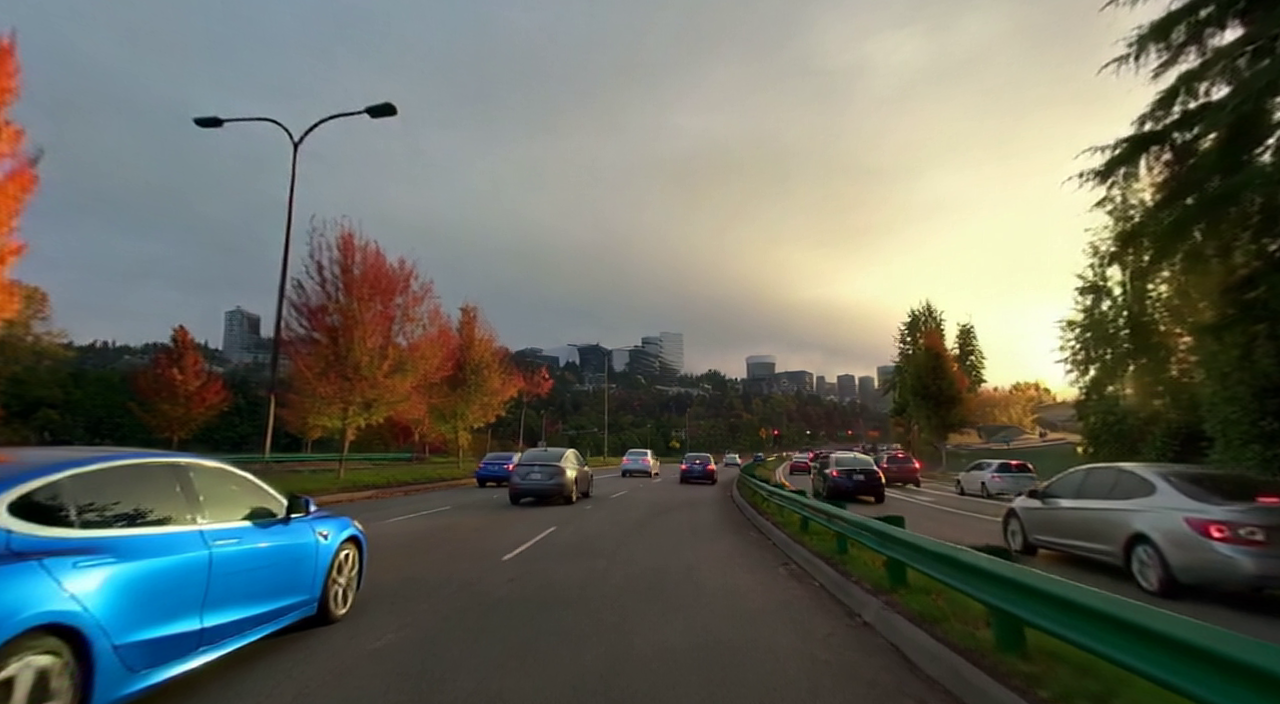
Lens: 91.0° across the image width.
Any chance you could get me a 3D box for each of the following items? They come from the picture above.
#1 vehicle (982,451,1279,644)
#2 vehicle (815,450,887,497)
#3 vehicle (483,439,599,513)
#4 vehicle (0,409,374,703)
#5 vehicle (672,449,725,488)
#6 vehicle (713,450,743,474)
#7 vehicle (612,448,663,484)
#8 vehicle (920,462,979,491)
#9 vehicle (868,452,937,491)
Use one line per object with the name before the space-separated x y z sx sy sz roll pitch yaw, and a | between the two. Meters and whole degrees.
vehicle | 6.139 1.917 7.226 1.869 1.516 4.753 0 -9 2
vehicle | 8.164 4.699 24.728 1.768 1.634 4.064 0 -9 5
vehicle | -2.431 3.201 16.822 1.979 1.663 4.513 0 -9 5
vehicle | -3.354 1.106 3.297 1.921 1.503 4.317 0 -9 2
vehicle | 2.610 4.989 27.266 2.015 1.506 4.276 -1 -9 8
vehicle | 6.610 8.135 46.801 1.977 1.704 3.841 -1 -9 11
vehicle | -0.039 5.768 32.200 1.930 1.635 4.260 -1 -9 9
vehicle | 17.982 7.212 36.776 1.816 1.481 4.422 -1 -9 9
vehicle | 13.254 6.008 32.122 2.121 1.777 4.755 -1 -9 9
